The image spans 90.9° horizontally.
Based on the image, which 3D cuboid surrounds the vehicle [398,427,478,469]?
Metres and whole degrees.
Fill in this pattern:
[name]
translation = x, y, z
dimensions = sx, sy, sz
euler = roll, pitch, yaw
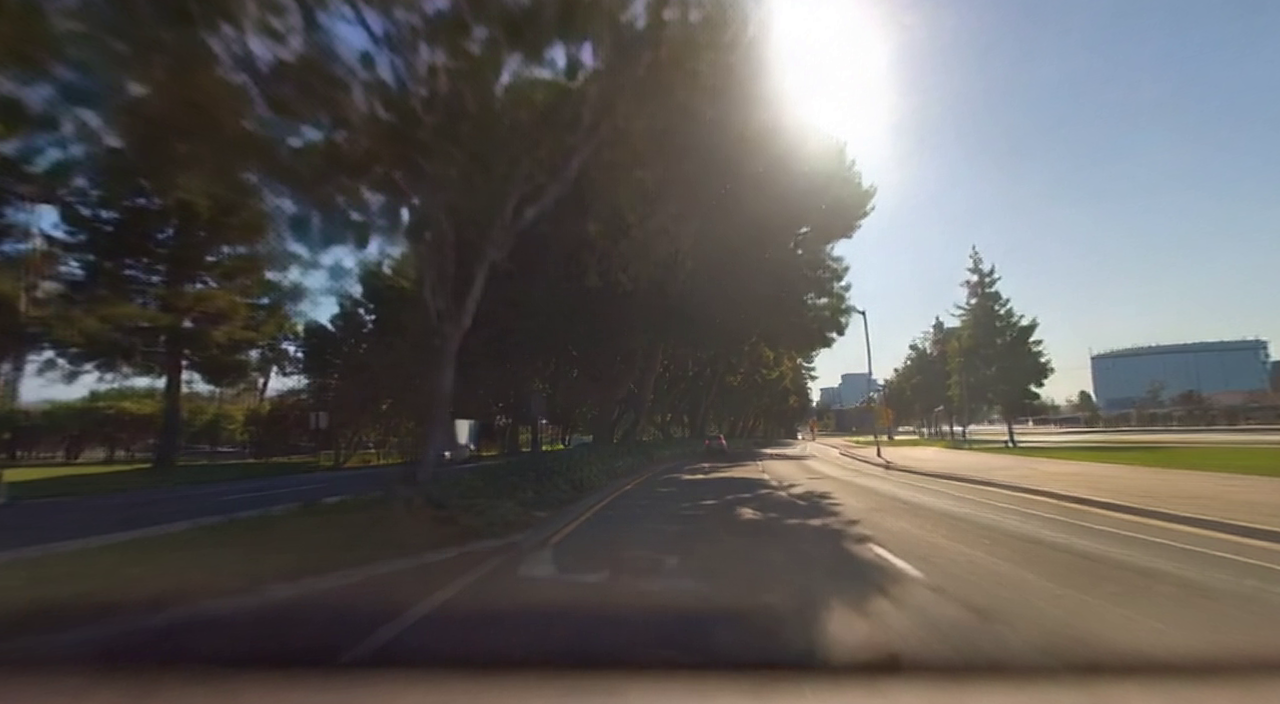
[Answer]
[vehicle]
translation = -10.377, 4.964, 32.873
dimensions = 2.080, 1.984, 4.778
euler = -1, -8, 8
